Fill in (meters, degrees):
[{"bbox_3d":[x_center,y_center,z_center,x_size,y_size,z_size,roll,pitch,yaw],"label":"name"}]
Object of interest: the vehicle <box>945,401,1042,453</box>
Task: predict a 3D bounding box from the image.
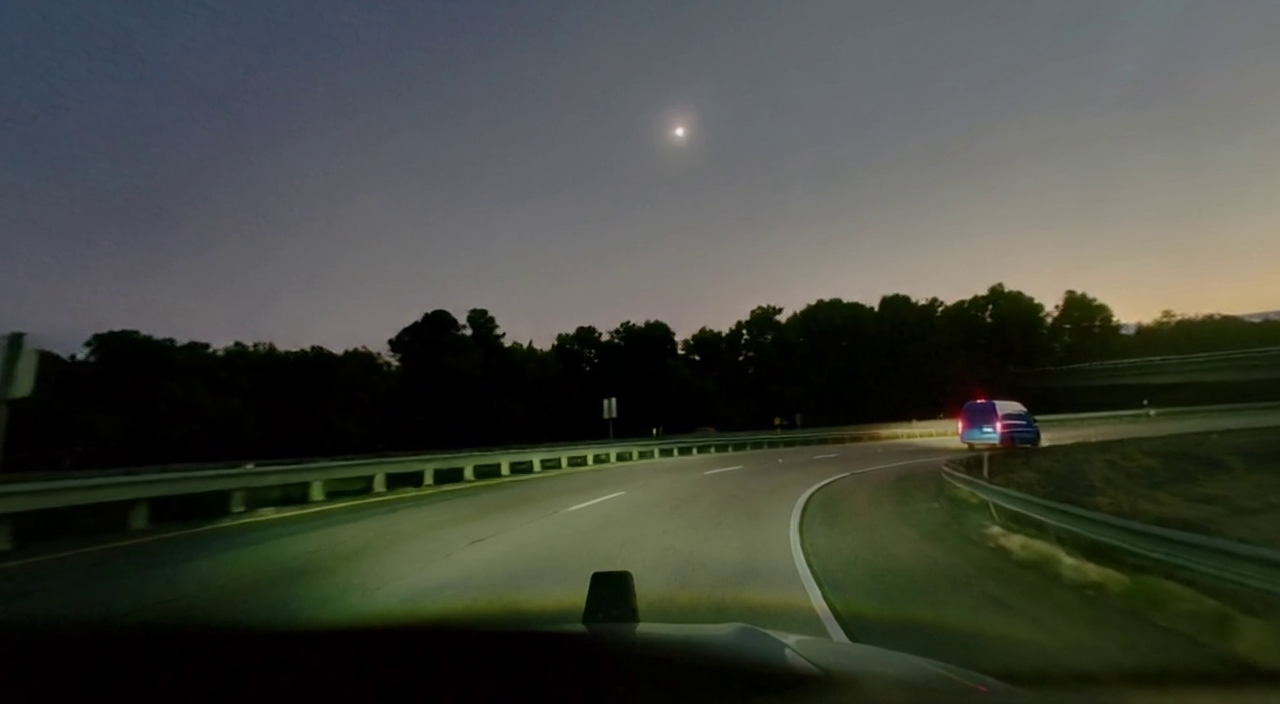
[{"bbox_3d":[19.043,4.085,33.876,5.330,2.577,2.352,6,-10,-35],"label":"vehicle"}]
